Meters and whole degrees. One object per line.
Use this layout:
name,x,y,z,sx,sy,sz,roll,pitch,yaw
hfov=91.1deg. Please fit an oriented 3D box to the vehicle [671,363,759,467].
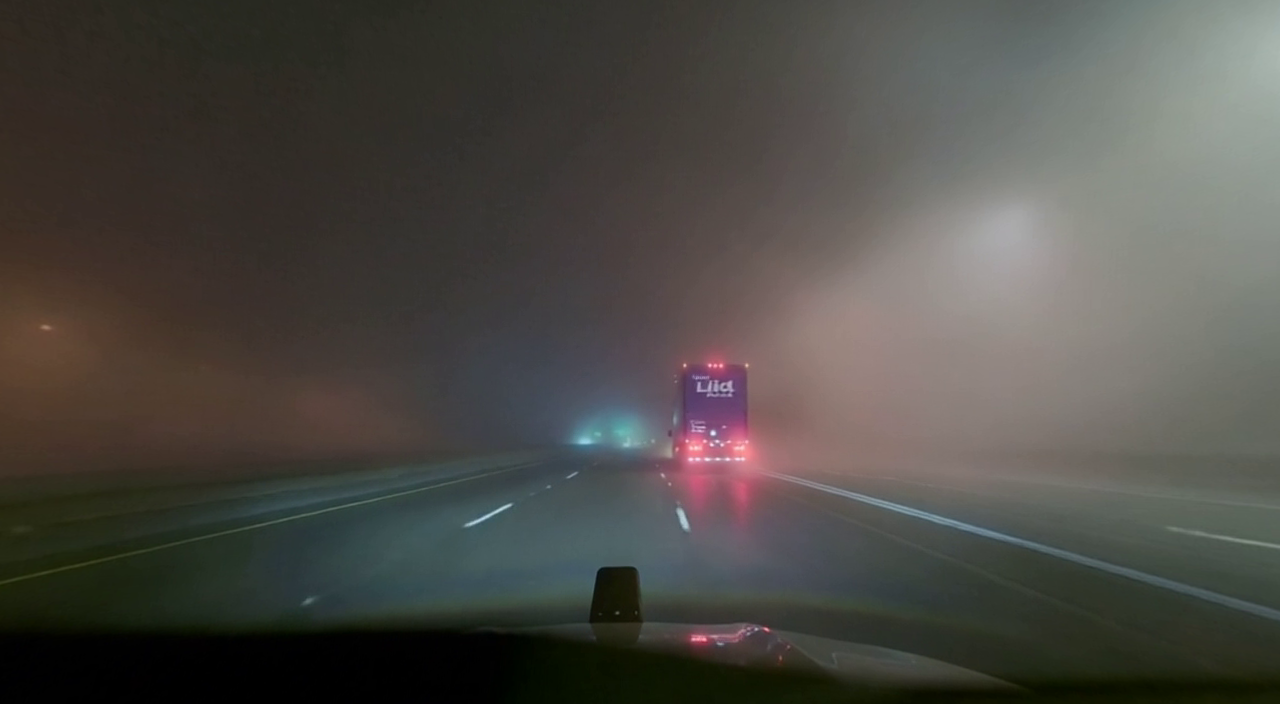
vehicle,3.380,3.550,32.877,3.034,4.194,14.704,0,-8,1
